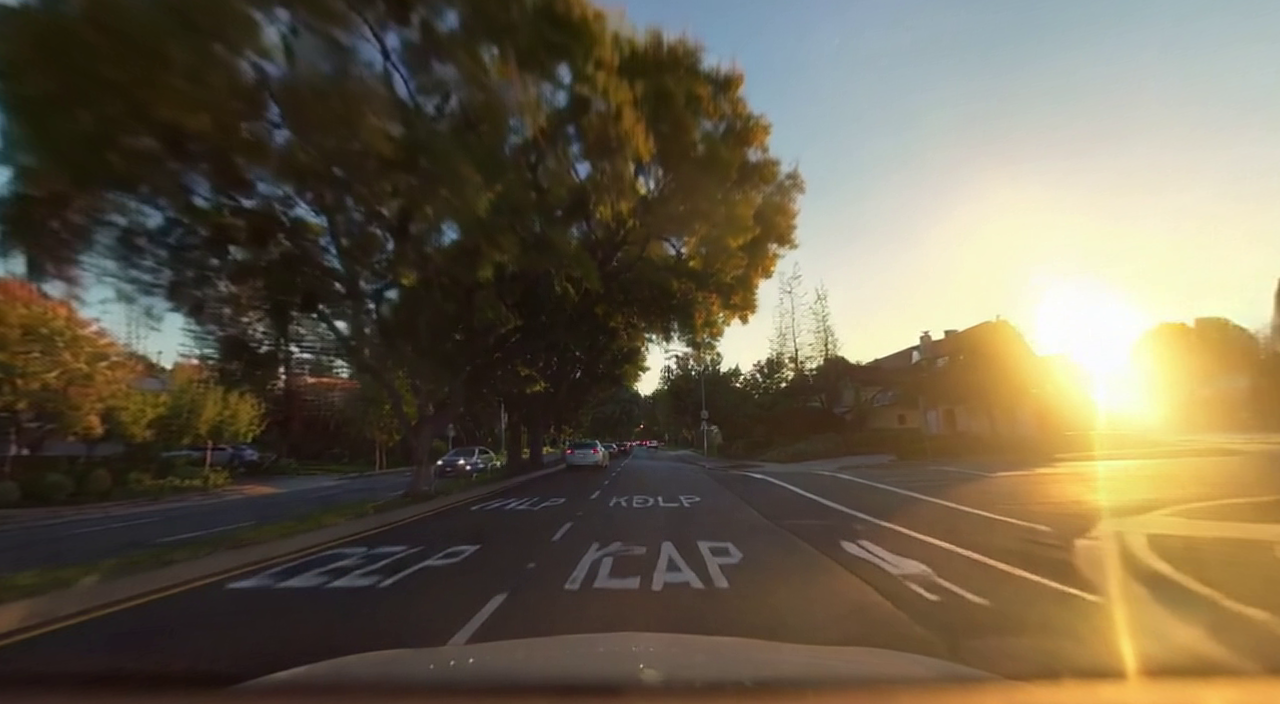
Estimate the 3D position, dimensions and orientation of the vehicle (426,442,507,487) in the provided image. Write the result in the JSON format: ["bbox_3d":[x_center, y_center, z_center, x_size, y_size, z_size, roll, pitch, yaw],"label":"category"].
[{"bbox_3d":[-6.380,4.167,23.647,1.972,1.514,4.241,1,-8,-2],"label":"vehicle"}]

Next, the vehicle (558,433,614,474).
[{"bbox_3d":[-2.460,4.800,30.019,2.190,1.766,4.394,0,-8,1],"label":"vehicle"}]
